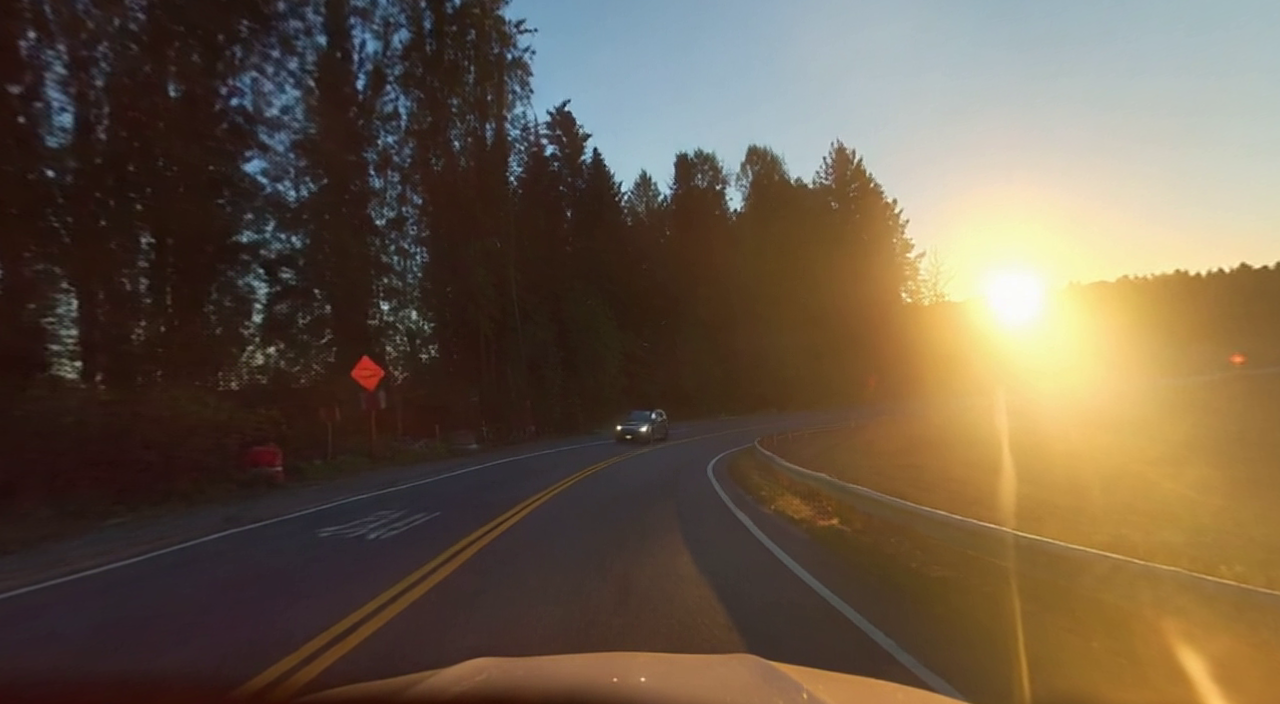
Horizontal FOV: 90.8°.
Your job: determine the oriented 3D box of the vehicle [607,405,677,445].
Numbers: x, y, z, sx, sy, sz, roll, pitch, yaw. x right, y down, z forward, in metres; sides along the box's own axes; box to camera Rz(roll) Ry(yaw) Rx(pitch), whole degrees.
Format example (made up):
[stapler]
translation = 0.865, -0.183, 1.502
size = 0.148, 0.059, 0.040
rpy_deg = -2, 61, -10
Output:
[vehicle]
translation = 0.207, 3.873, 33.155
size = 2.095, 1.939, 4.857
rpy_deg = -3, -8, 21
